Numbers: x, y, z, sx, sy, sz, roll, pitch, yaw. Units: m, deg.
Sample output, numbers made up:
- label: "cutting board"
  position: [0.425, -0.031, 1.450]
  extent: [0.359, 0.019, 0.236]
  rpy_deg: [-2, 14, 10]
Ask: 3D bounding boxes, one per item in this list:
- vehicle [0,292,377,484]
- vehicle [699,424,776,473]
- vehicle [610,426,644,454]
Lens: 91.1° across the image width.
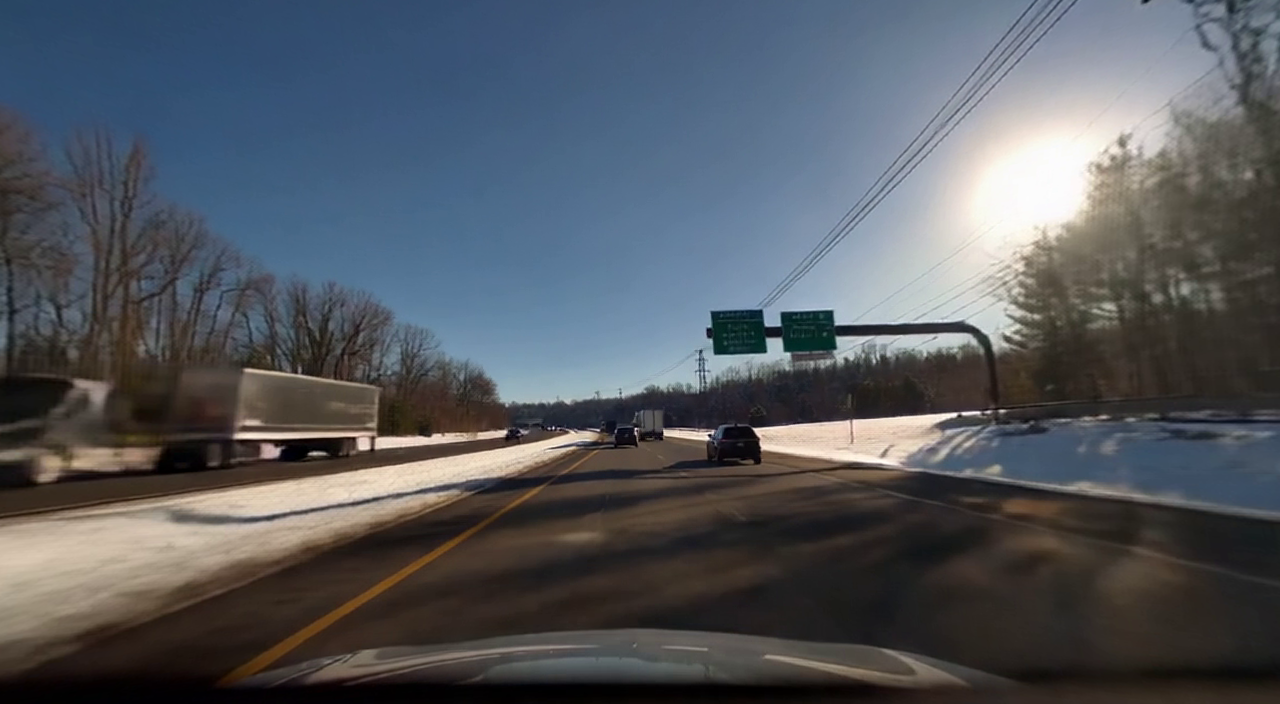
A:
- label: "vehicle"
  position: [-12.782, 1.660, 20.227]
  extent: [2.921, 4.095, 13.845]
  rpy_deg: [0, -8, -1]
- label: "vehicle"
  position: [3.417, 3.457, 22.777]
  extent: [2.062, 1.581, 3.914]
  rpy_deg: [0, -8, -1]
- label: "vehicle"
  position: [-0.824, 5.502, 39.304]
  extent: [2.019, 1.642, 3.790]
  rpy_deg: [0, -8, -1]
